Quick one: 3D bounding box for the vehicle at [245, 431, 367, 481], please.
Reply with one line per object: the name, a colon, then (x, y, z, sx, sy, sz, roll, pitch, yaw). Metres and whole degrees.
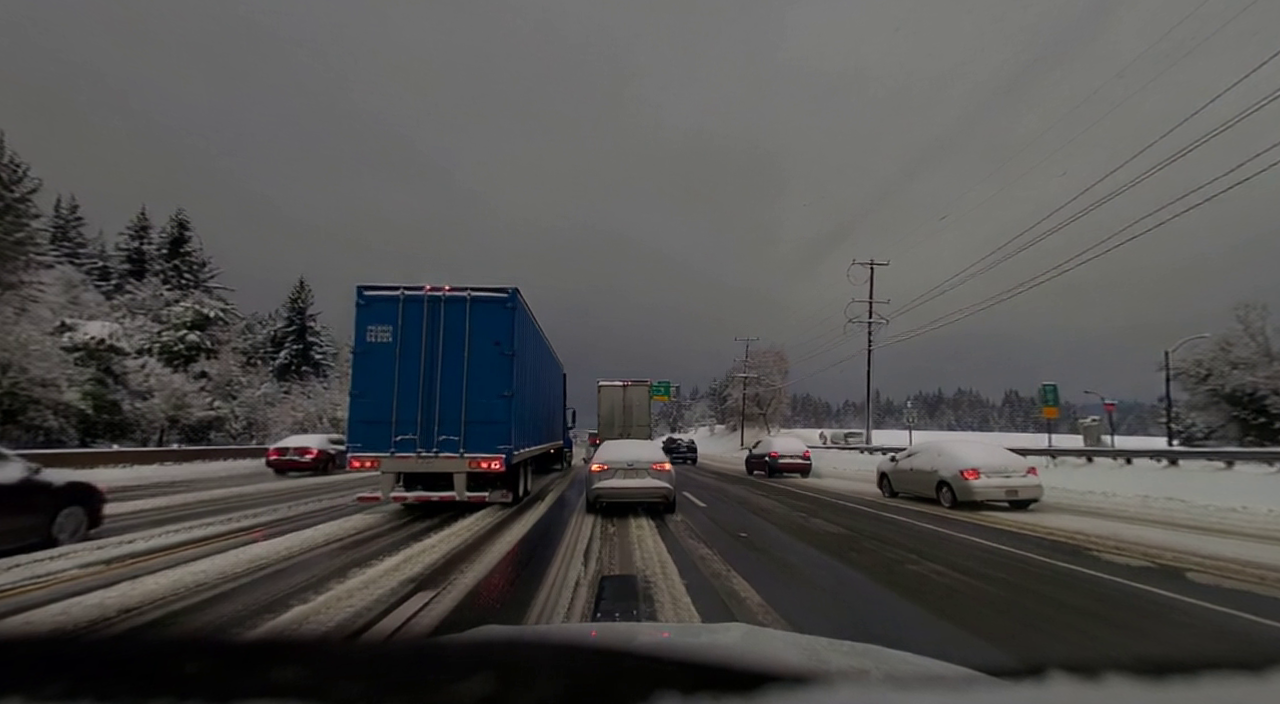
vehicle: (-12.455, 3.924, 24.008, 2.148, 1.678, 4.851, 0, -9, -3)

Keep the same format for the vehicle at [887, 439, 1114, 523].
vehicle: (7.024, 2.528, 12.957, 1.878, 1.406, 4.164, 1, -9, -6)

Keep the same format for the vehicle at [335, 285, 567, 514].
vehicle: (-4.510, 2.208, 20.756, 3.150, 4.298, 17.928, 1, -9, -3)

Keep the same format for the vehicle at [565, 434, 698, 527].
vehicle: (-0.227, 2.358, 12.131, 2.112, 1.463, 4.012, 0, -9, -3)

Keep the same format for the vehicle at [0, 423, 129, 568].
vehicle: (-7.719, 1.387, 5.840, 2.016, 1.503, 4.785, 0, -9, -1)

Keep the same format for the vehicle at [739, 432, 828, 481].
vehicle: (5.352, 3.980, 24.199, 2.023, 1.676, 4.002, 1, -9, -7)
